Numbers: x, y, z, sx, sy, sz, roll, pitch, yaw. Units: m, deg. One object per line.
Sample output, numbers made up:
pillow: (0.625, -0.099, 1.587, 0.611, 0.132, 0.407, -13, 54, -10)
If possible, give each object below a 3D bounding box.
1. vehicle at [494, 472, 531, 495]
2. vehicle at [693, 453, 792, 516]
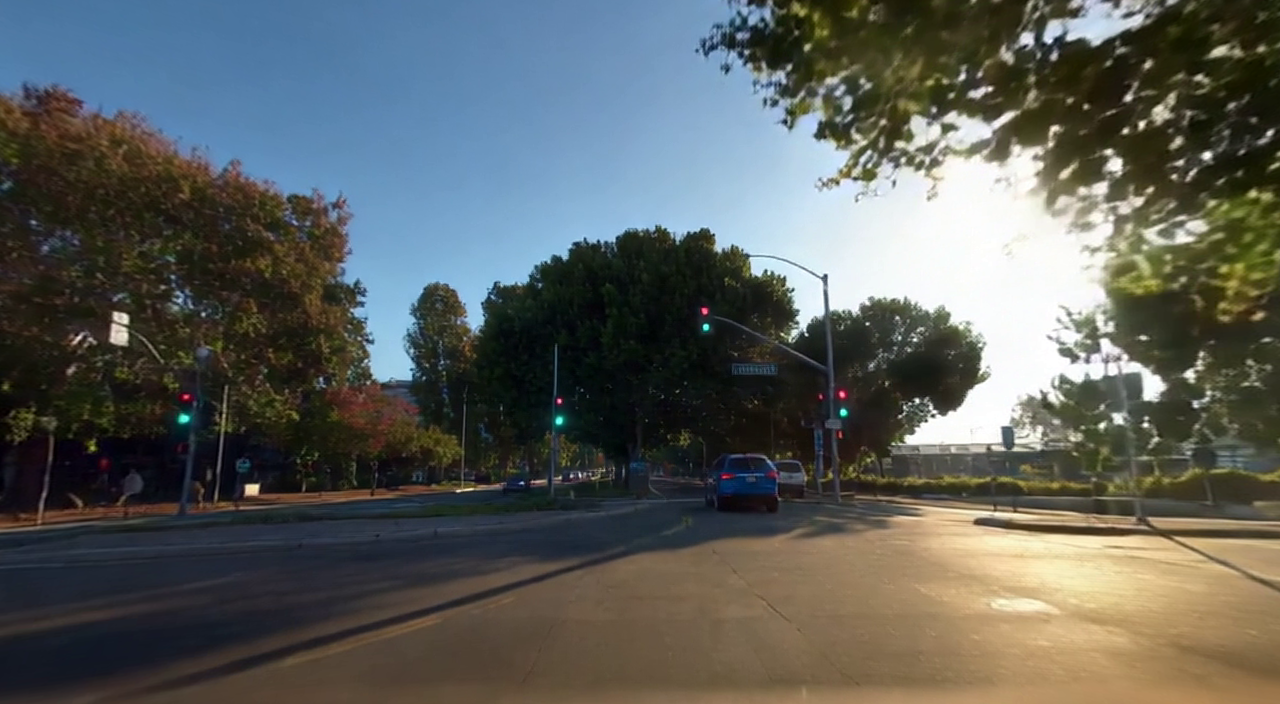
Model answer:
vehicle: (-9.027, 9.317, 45.056, 1.818, 1.397, 4.026, 0, -9, -1)
vehicle: (2.966, 3.975, 19.543, 2.140, 1.655, 4.786, 0, -9, -1)
